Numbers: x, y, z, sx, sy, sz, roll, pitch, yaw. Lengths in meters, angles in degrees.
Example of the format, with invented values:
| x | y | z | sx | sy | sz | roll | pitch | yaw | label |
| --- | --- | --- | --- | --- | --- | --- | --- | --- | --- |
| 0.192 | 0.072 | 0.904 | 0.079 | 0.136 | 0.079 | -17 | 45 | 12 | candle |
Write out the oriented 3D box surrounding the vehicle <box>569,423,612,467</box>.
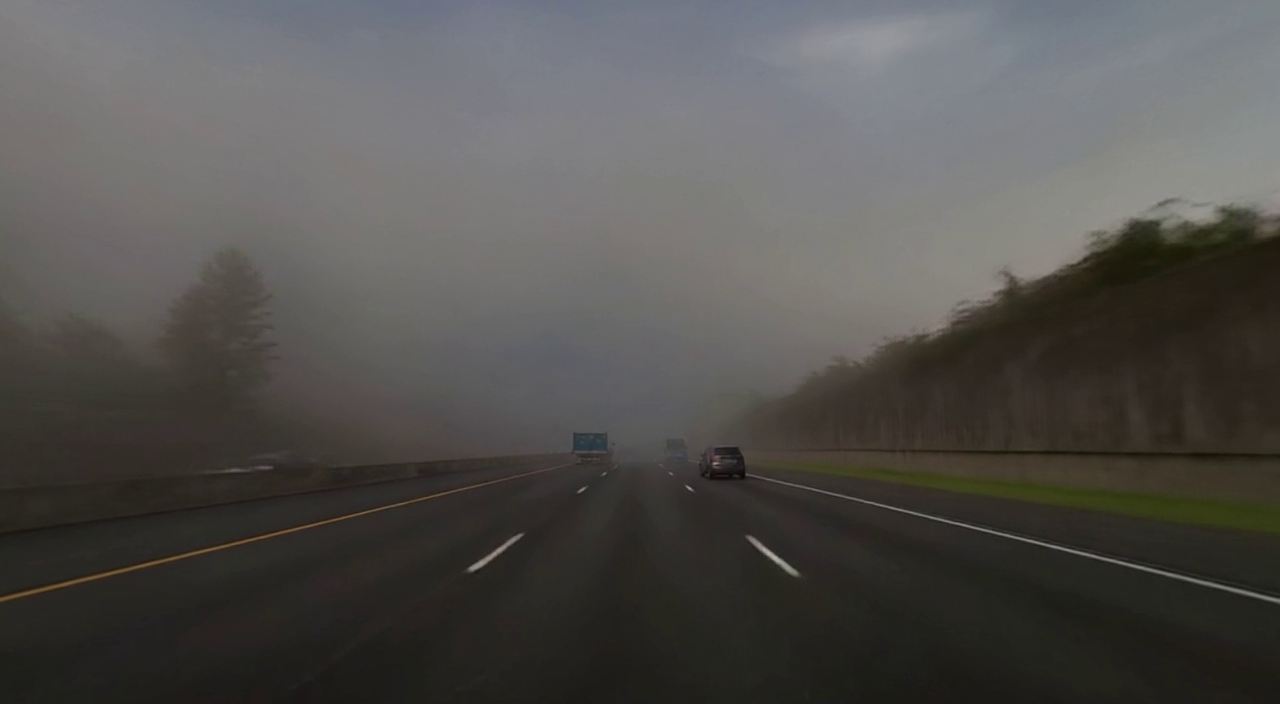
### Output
| x | y | z | sx | sy | sz | roll | pitch | yaw | label |
| --- | --- | --- | --- | --- | --- | --- | --- | --- | --- |
| -3.770 | 7.292 | 49.168 | 2.667 | 3.195 | 6.731 | 0 | -9 | 1 | vehicle |

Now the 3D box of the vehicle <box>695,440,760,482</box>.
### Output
| x | y | z | sx | sy | sz | roll | pitch | yaw | label |
| --- | --- | --- | --- | --- | --- | --- | --- | --- | --- |
| 3.456 | 4.388 | 25.628 | 1.983 | 1.545 | 4.038 | 0 | -9 | -1 | vehicle |

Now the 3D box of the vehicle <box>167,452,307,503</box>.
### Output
| x | y | z | sx | sy | sz | roll | pitch | yaw | label |
| --- | --- | --- | --- | --- | --- | --- | --- | --- | --- |
| -14.560 | 4.525 | 23.217 | 1.774 | 1.640 | 5.138 | 0 | -9 | 0 | vehicle |
